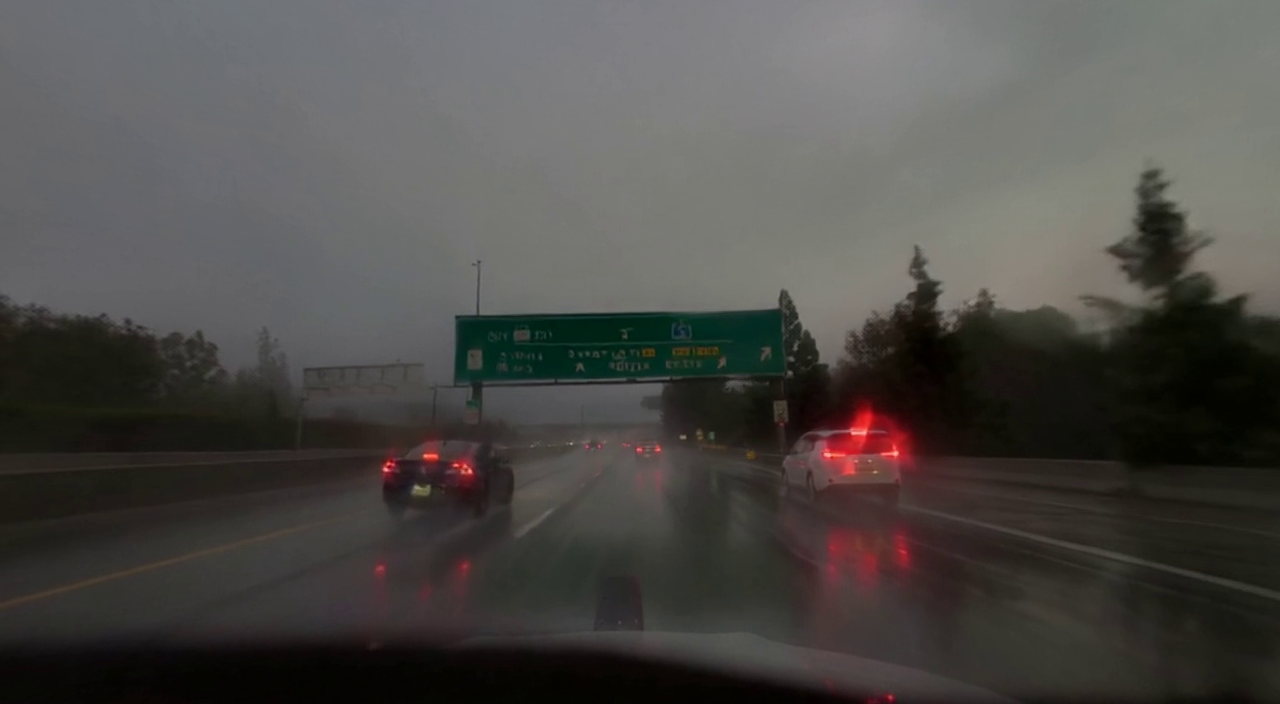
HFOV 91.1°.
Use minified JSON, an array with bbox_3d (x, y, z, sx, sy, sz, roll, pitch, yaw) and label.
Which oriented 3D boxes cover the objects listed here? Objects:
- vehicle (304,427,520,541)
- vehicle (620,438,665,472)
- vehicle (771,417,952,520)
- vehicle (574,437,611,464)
[{"bbox_3d":[-3.601,2.160,11.016,2.066,1.561,4.495,0,-8,1],"label":"vehicle"},{"bbox_3d":[0.143,5.044,31.097,2.049,1.542,3.816,0,-8,1],"label":"vehicle"},{"bbox_3d":[4.212,2.281,12.837,2.025,1.707,4.279,0,-8,-1],"label":"vehicle"},{"bbox_3d":[-3.065,6.443,41.189,2.044,1.682,4.201,-1,-8,1],"label":"vehicle"}]
